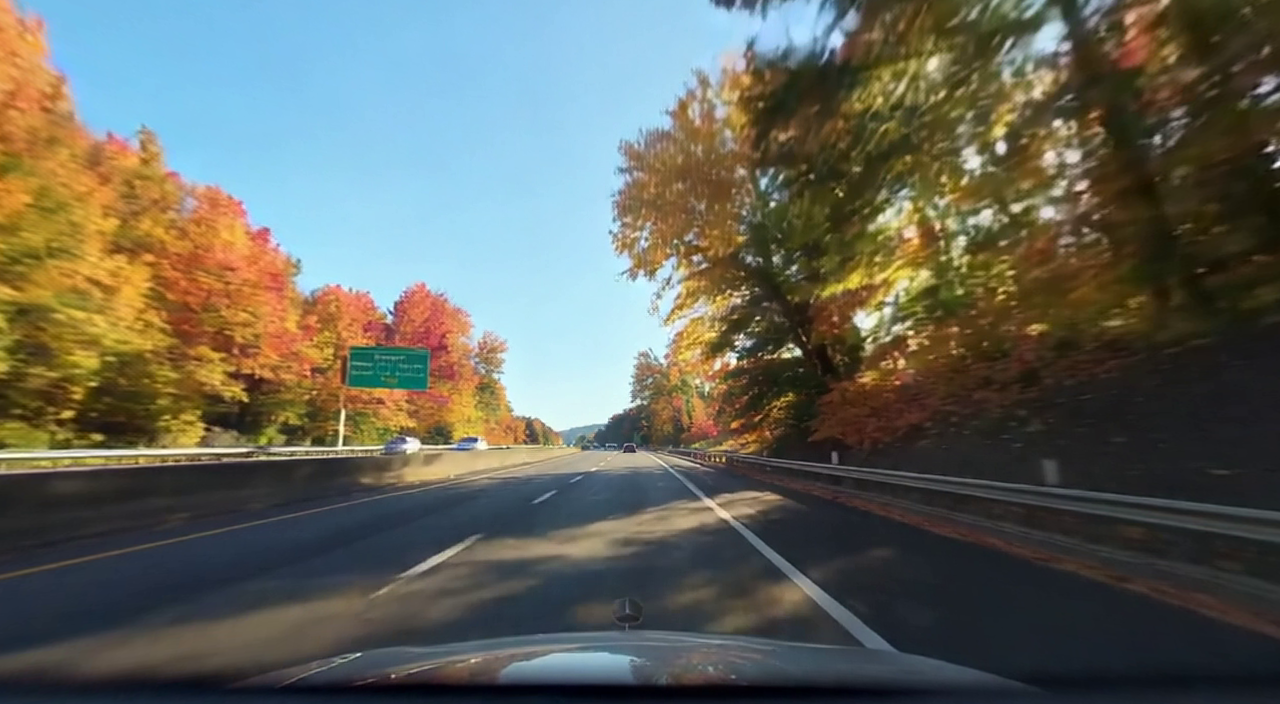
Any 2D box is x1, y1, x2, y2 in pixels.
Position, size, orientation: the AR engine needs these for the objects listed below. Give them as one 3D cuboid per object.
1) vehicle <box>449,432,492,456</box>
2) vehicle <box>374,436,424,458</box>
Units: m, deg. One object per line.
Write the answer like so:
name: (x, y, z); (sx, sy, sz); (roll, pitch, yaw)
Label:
vehicle: (-12.950, 7.066, 48.371); (2.040, 1.719, 4.701); (0, -8, 0)
vehicle: (-17.079, 6.752, 44.773); (1.848, 1.508, 4.253); (0, -8, 0)
